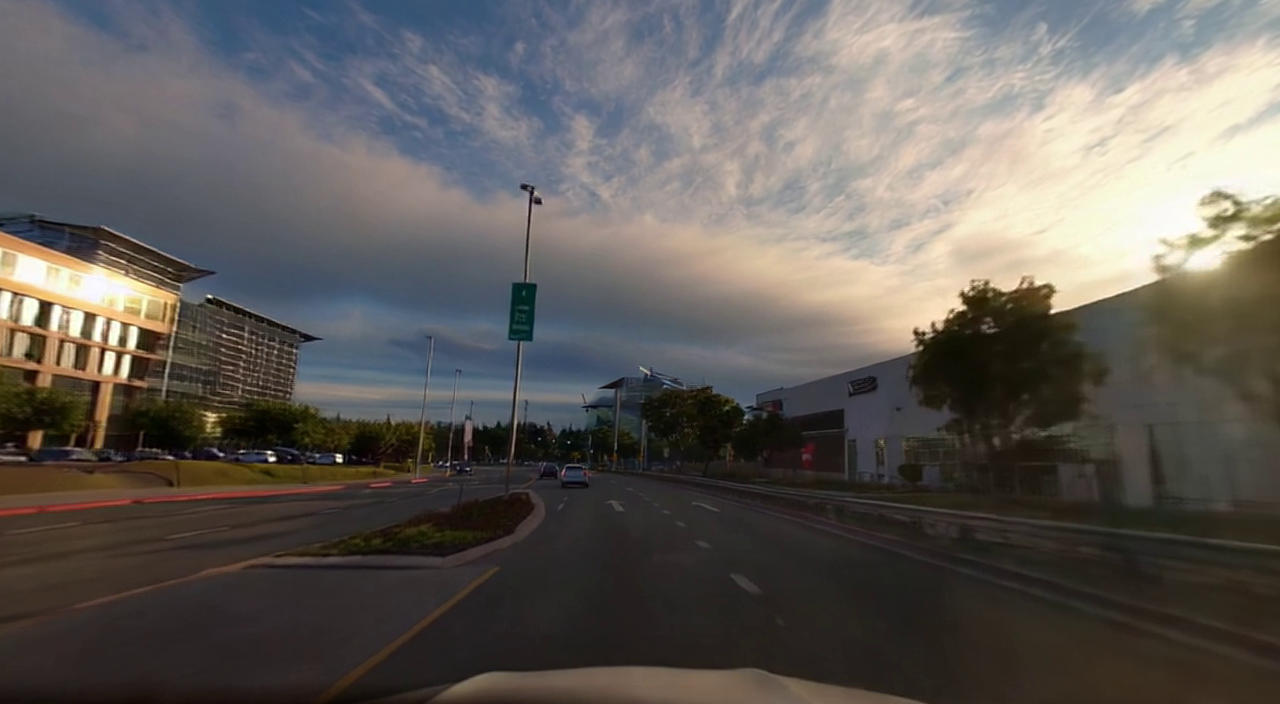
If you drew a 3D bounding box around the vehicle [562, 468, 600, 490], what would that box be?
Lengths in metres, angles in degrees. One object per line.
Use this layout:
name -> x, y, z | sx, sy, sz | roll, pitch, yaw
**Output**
vehicle -> -3.485, 7.417, 36.850 | 1.775, 1.186, 2.933 | 3, -11, -13
